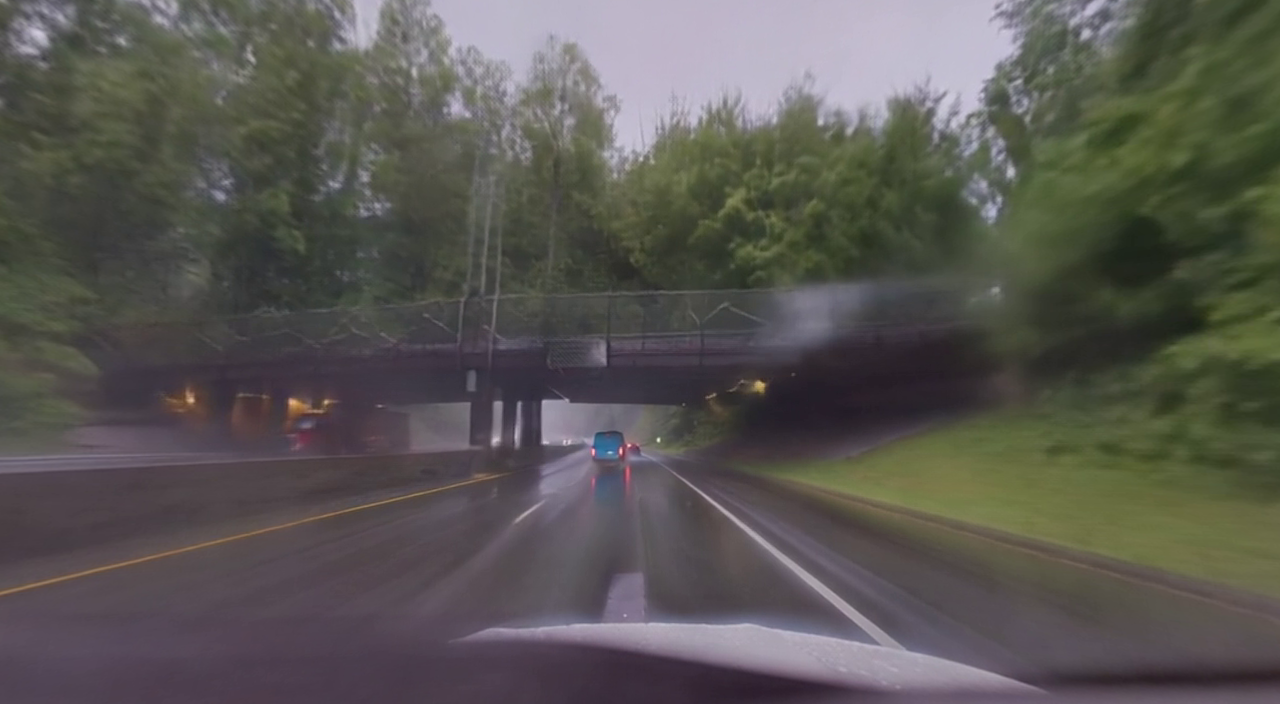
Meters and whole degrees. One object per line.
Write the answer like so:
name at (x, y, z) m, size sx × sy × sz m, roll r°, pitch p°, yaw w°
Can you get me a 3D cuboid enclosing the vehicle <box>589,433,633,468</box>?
vehicle at (-1.660, 5.779, 36.945) m, size 2.372 × 1.891 × 5.061 m, roll 0°, pitch -8°, yaw -2°
